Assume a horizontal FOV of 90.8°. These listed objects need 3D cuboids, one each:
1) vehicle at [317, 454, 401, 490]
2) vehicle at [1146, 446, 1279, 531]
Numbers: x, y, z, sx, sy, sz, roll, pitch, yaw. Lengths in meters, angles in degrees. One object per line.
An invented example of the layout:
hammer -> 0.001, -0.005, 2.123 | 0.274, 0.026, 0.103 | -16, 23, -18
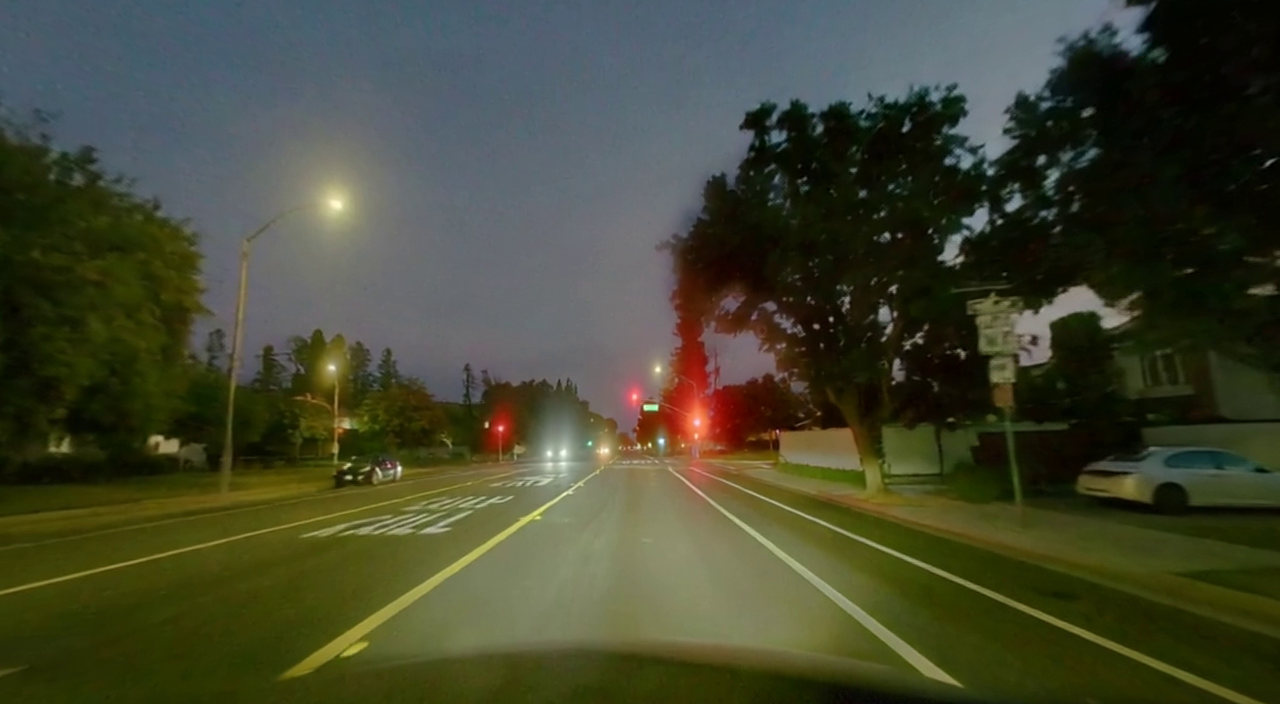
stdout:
vehicle -> -12.912, 5.505, 29.350 | 1.851, 1.482, 4.443 | 0, -9, 0
vehicle -> 12.437, 2.428, 11.563 | 4.539, 1.404, 2.008 | -1, -9, 2
